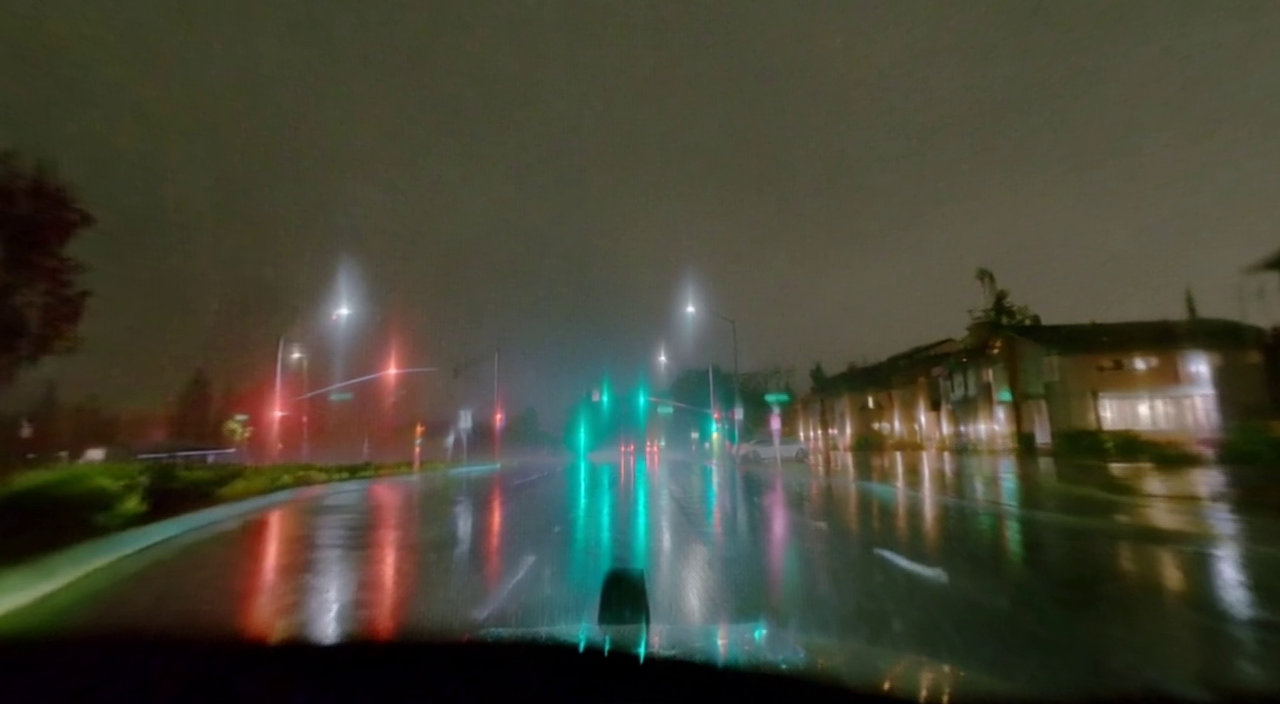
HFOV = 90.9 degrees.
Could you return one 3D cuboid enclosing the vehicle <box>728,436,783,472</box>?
[{"bbox_3d":[6.203,5.555,34.538,2.094,1.766,4.792,0,-9,0],"label":"vehicle"}]
